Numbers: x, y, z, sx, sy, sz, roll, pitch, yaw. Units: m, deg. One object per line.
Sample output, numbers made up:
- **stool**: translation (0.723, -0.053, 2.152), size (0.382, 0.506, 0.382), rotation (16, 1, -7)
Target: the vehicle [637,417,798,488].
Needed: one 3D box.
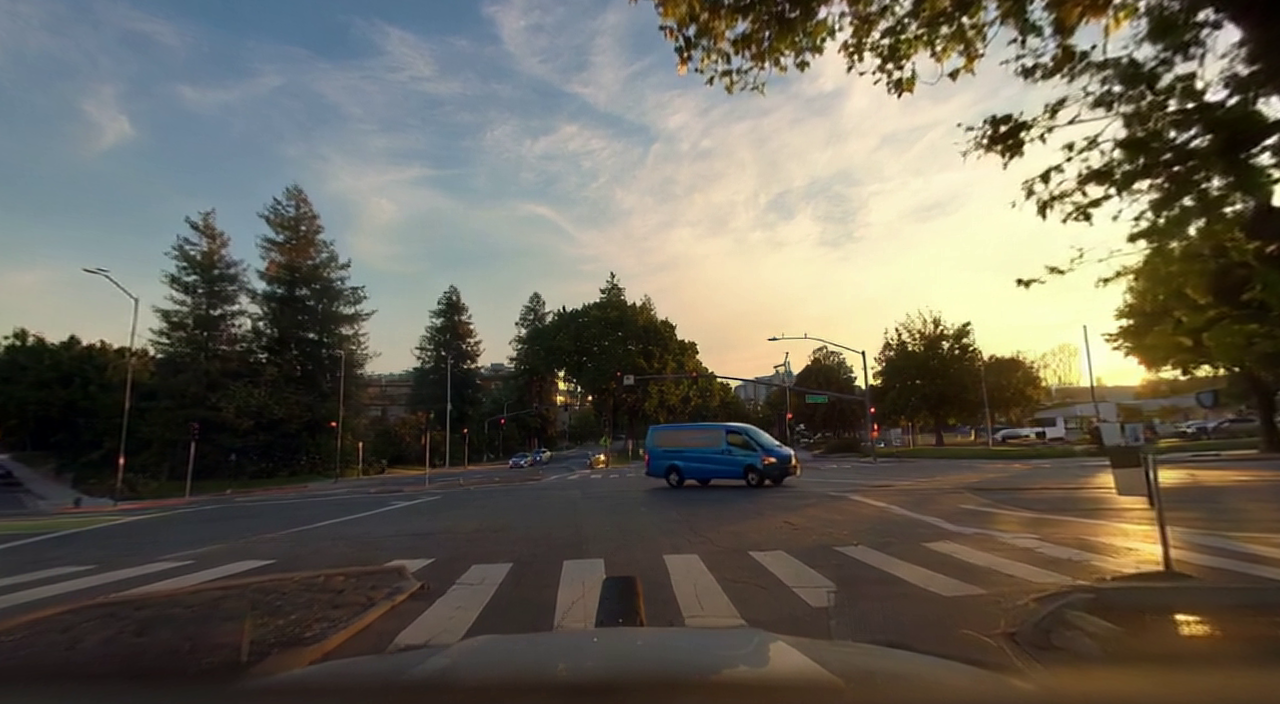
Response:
- **vehicle**: translation (2.849, 3.878, 24.533), size (5.791, 2.404, 2.465), rotation (-8, -11, 42)
